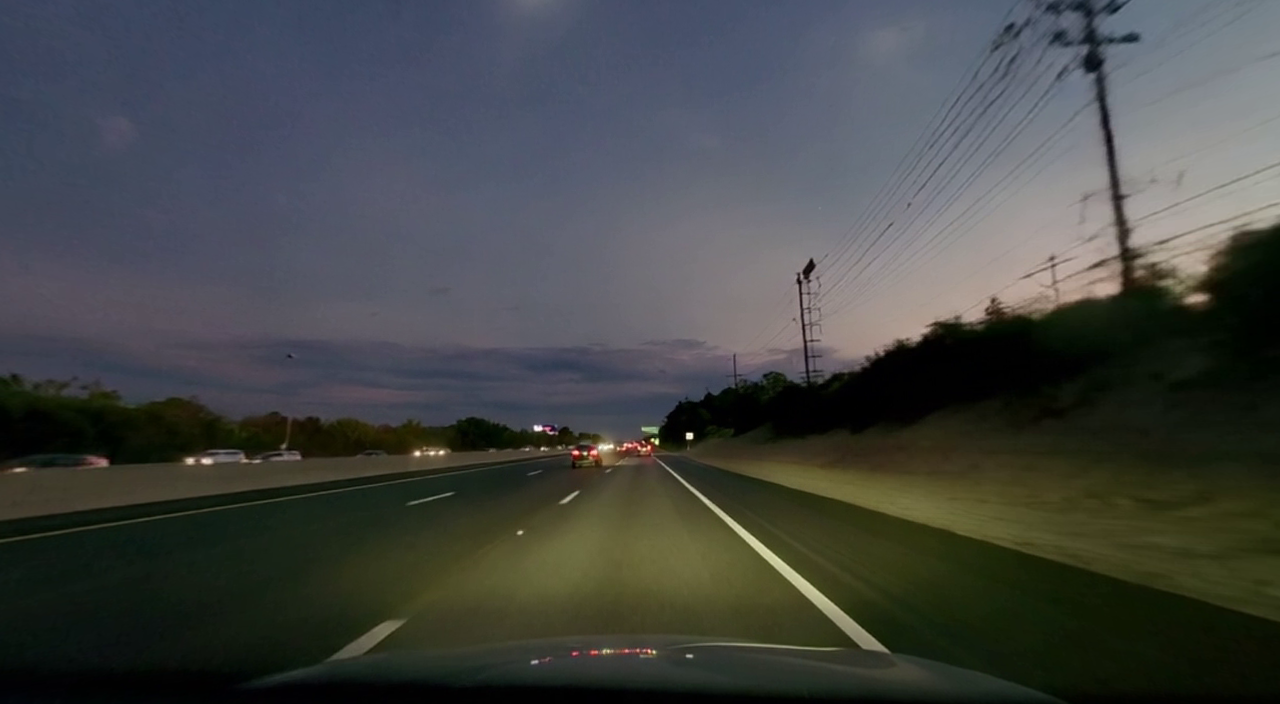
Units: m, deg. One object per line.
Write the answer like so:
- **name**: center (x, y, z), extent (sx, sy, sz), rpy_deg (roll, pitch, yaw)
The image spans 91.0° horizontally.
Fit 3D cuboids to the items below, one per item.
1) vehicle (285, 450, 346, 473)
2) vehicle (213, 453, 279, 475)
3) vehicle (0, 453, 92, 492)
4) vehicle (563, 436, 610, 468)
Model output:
- **vehicle**: center (-23.913, 8.048, 46.565), extent (1.989, 1.546, 4.558), rpy_deg (0, -9, 1)
- **vehicle**: center (-28.312, 8.067, 45.411), extent (1.847, 1.477, 4.428), rpy_deg (0, -9, 1)
- **vehicle**: center (-28.242, 5.474, 29.023), extent (1.912, 1.626, 4.344), rpy_deg (0, -9, 1)
- **vehicle**: center (-3.472, 6.670, 42.127), extent (2.577, 1.939, 5.408), rpy_deg (0, -9, 1)
